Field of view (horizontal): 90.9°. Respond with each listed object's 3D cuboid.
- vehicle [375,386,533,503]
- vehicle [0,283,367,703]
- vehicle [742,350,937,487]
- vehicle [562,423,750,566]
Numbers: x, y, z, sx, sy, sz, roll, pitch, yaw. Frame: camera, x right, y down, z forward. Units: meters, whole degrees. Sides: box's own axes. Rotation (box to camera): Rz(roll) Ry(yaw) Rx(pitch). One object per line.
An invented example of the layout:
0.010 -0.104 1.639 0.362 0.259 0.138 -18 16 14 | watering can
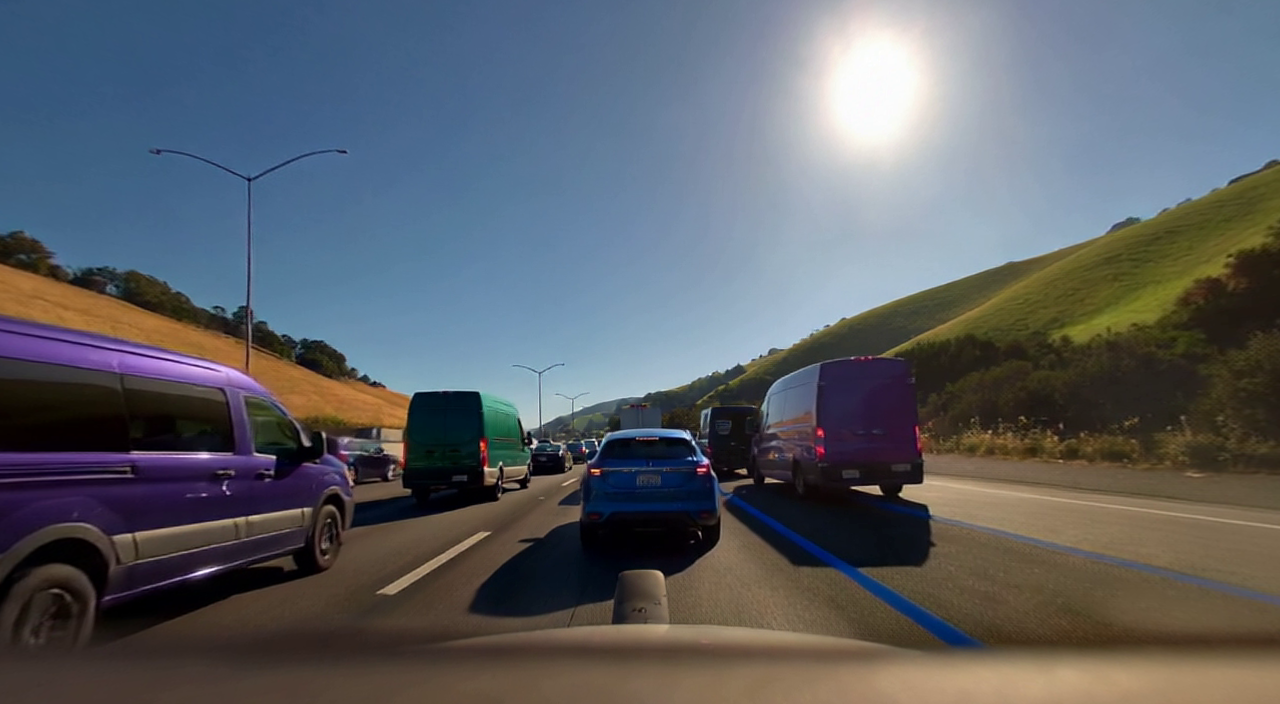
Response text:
-4.515 2.420 16.576 2.300 2.522 5.701 -1 -8 1 | vehicle
-4.257 0.909 4.423 2.195 2.086 5.445 0 -8 0 | vehicle
6.573 2.679 23.533 2.977 3.878 11.111 0 -8 -3 | vehicle
0.120 1.811 8.754 2.003 1.499 3.930 0 -8 -2 | vehicle
